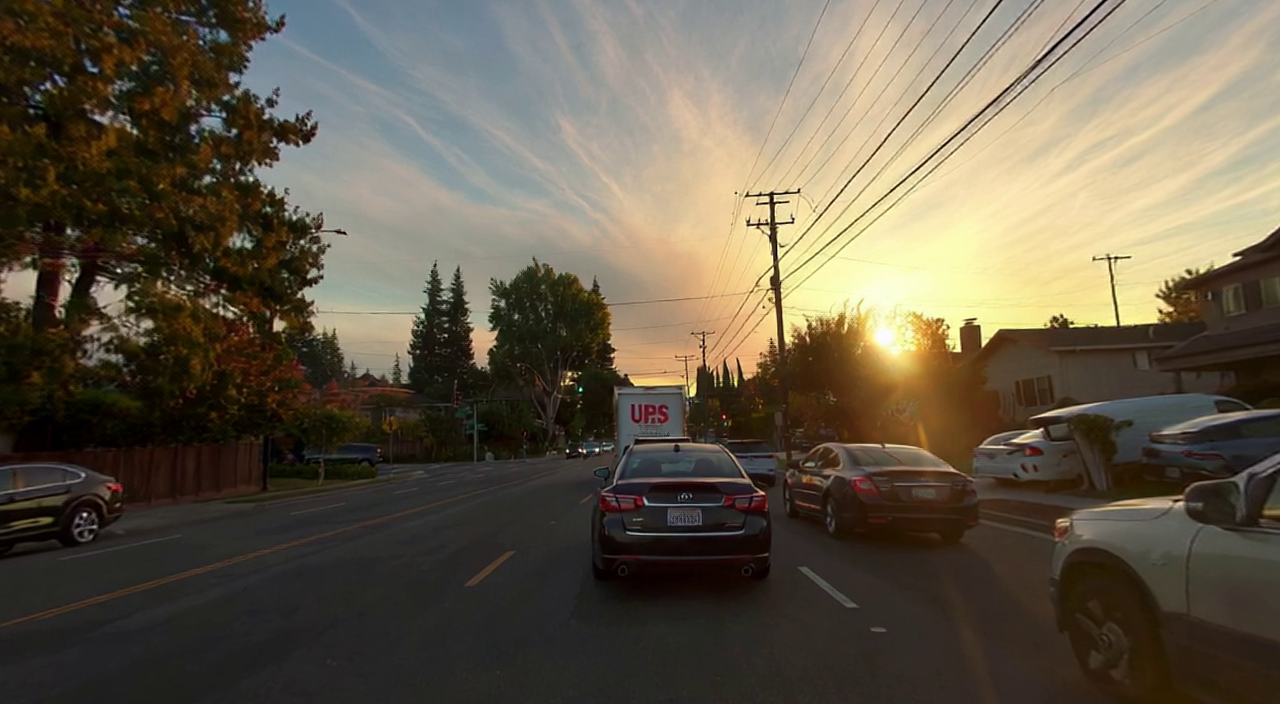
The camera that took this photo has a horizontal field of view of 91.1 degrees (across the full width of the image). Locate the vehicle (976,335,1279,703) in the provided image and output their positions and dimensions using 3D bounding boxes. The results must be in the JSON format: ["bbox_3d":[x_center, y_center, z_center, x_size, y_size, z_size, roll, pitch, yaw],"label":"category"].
[{"bbox_3d":[3.313,0.747,1.836,2.069,1.722,4.888,0,-8,2],"label":"vehicle"}]

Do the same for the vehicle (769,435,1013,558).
[{"bbox_3d":[3.520,2.093,9.921,1.993,1.479,4.487,0,-8,0],"label":"vehicle"}]

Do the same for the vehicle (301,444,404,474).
[{"bbox_3d":[-17.422,6.484,38.189,5.274,1.793,1.921,0,-8,2],"label":"vehicle"}]

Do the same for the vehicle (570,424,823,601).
[{"bbox_3d":[0.483,1.705,7.629,2.158,1.499,4.377,0,-8,0],"label":"vehicle"}]

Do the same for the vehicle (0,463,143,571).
[{"bbox_3d":[-10.344,2.482,9.376,1.925,1.482,4.753,0,-8,1],"label":"vehicle"}]
